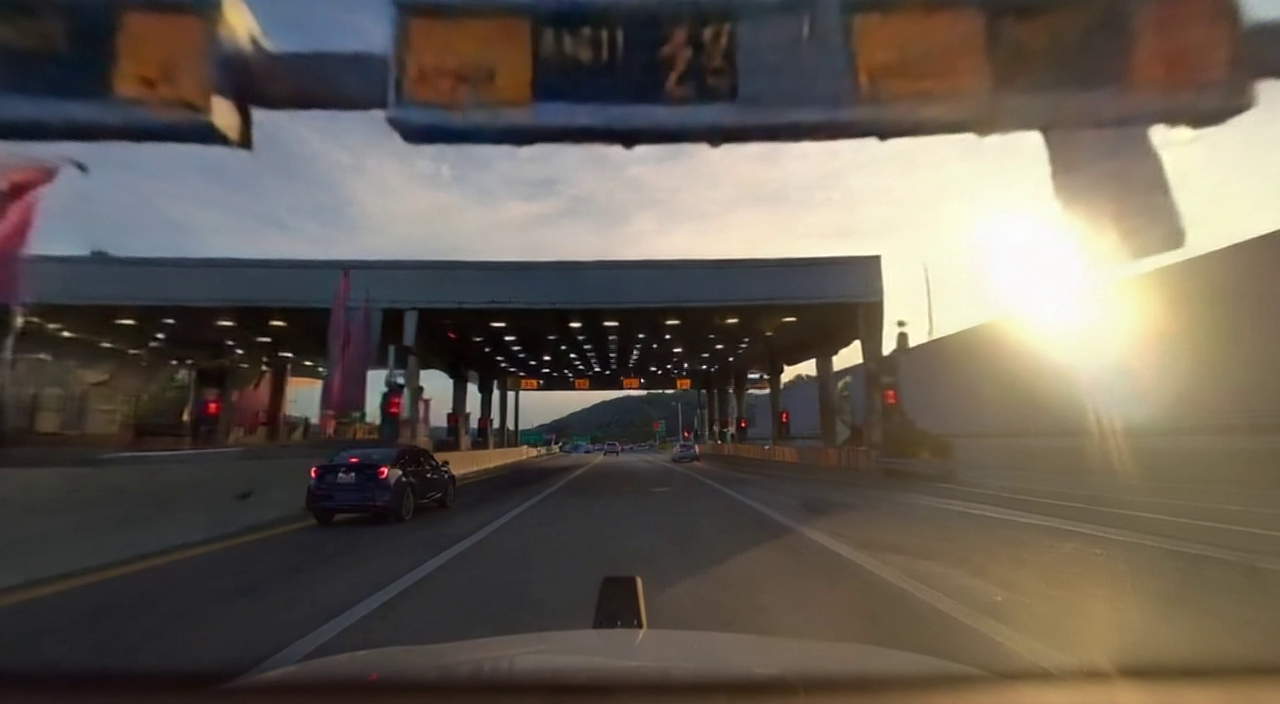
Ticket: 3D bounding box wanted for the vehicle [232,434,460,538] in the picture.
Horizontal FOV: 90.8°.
[{"bbox_3d":[-4.861,2.254,11.310,1.981,1.465,4.334,0,-8,0],"label":"vehicle"}]
